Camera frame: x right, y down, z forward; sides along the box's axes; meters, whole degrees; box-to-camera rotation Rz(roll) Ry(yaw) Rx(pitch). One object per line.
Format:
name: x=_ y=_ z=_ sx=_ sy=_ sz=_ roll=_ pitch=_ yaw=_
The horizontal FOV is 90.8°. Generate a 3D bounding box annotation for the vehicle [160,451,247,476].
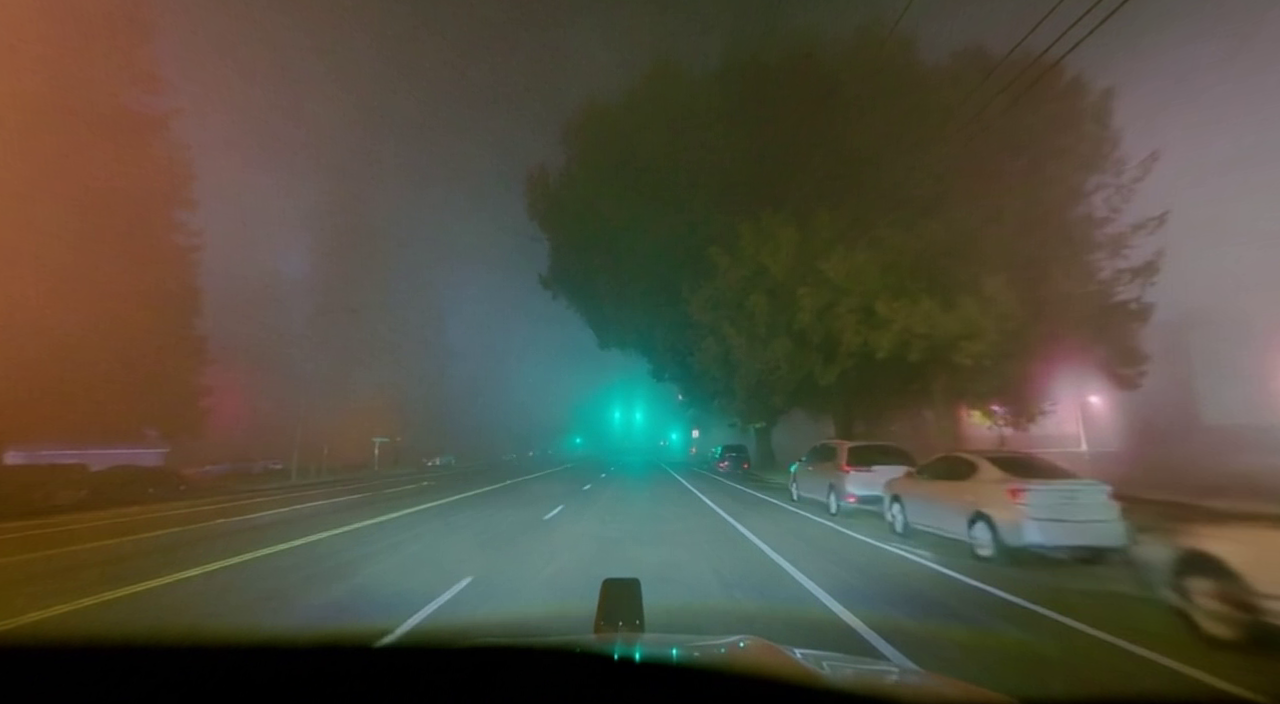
vehicle: x=-28.803 y=7.340 z=41.764 sx=4.376 sy=1.482 sz=1.933 roll=-2 pitch=-9 yaw=1

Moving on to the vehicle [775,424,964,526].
vehicle: x=4.440 y=2.467 z=13.275 sx=2.077 sy=1.718 sz=4.885 roll=0 pitch=-9 yaw=-1

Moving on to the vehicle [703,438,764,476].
vehicle: x=4.527 y=5.184 z=31.499 sx=2.154 sy=1.718 sz=4.980 roll=0 pitch=-9 yaw=-2

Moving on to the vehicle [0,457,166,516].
vehicle: x=-17.693 y=4.189 z=20.138 sx=1.871 sy=1.596 sz=4.114 roll=0 pitch=-9 yaw=1

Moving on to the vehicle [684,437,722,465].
vehicle: x=4.371 y=7.011 z=44.637 sx=2.078 sy=1.837 sz=5.088 roll=0 pitch=-9 yaw=-1

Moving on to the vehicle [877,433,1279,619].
vehicle: x=4.617 y=1.741 z=7.395 sx=1.888 sy=1.474 sz=4.532 roll=0 pitch=-9 yaw=0
